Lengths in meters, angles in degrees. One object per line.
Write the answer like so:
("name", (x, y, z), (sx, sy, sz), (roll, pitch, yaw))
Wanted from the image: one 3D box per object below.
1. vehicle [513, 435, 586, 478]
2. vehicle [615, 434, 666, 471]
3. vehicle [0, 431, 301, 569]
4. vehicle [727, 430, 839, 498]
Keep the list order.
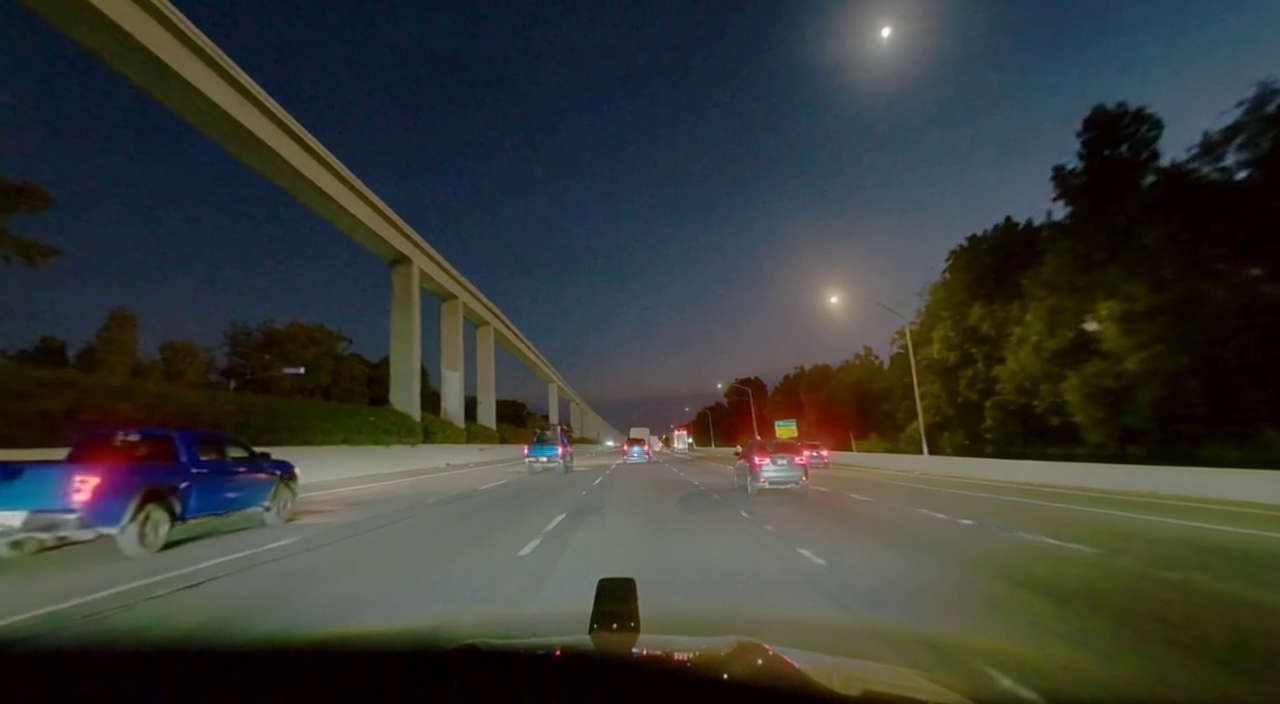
("vehicle", (-3.861, 4.592, 27.907), (2.535, 1.715, 5.030), (0, -9, -1))
("vehicle", (0.015, 5.453, 34.321), (2.572, 1.837, 5.693), (0, -9, 0))
("vehicle", (-7.101, 1.923, 9.062), (1.947, 1.444, 4.595), (0, -9, 0))
("vehicle", (3.835, 3.091, 17.729), (2.119, 1.653, 4.000), (0, -9, -1))
